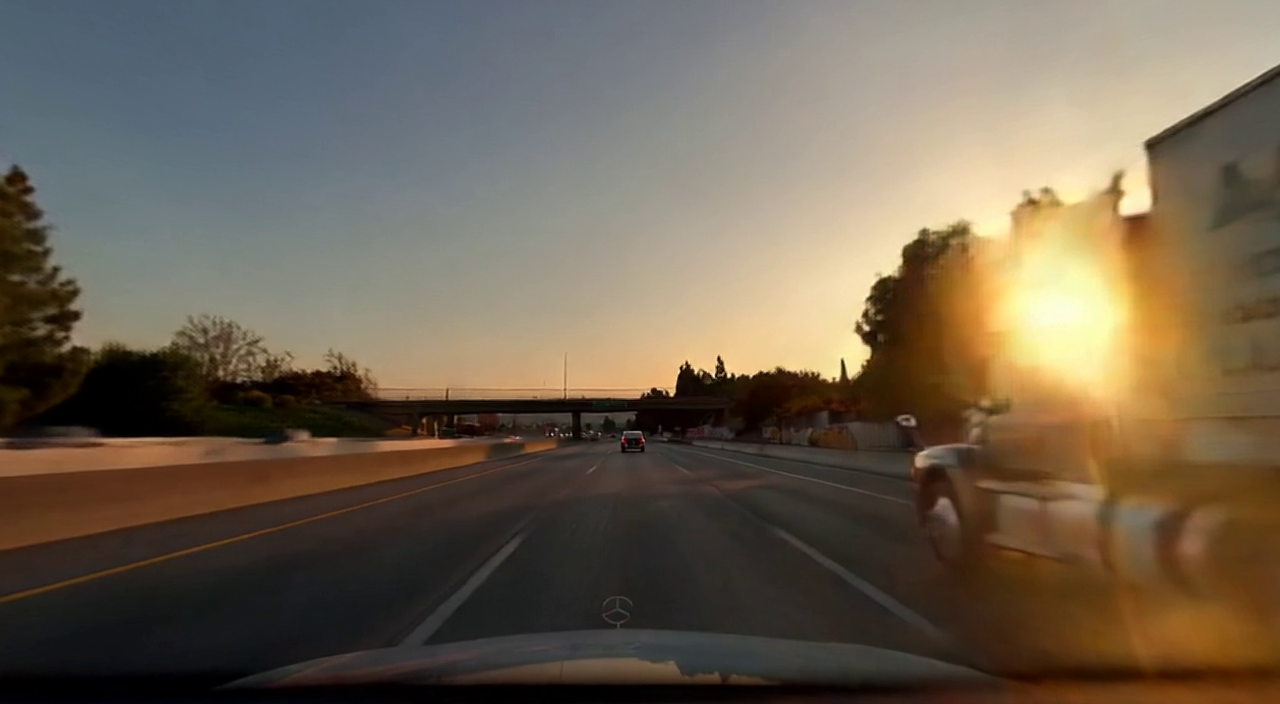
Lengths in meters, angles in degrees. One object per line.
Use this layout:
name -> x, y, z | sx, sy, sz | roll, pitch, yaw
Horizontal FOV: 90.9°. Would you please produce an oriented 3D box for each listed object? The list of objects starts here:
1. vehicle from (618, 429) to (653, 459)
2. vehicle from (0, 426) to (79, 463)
vehicle -> -0.349, 6.213, 42.553 | 2.277, 1.913, 4.510 | 0, -8, -2
vehicle -> -26.174, 3.860, 26.370 | 1.717, 1.460, 3.939 | 0, -8, -1
